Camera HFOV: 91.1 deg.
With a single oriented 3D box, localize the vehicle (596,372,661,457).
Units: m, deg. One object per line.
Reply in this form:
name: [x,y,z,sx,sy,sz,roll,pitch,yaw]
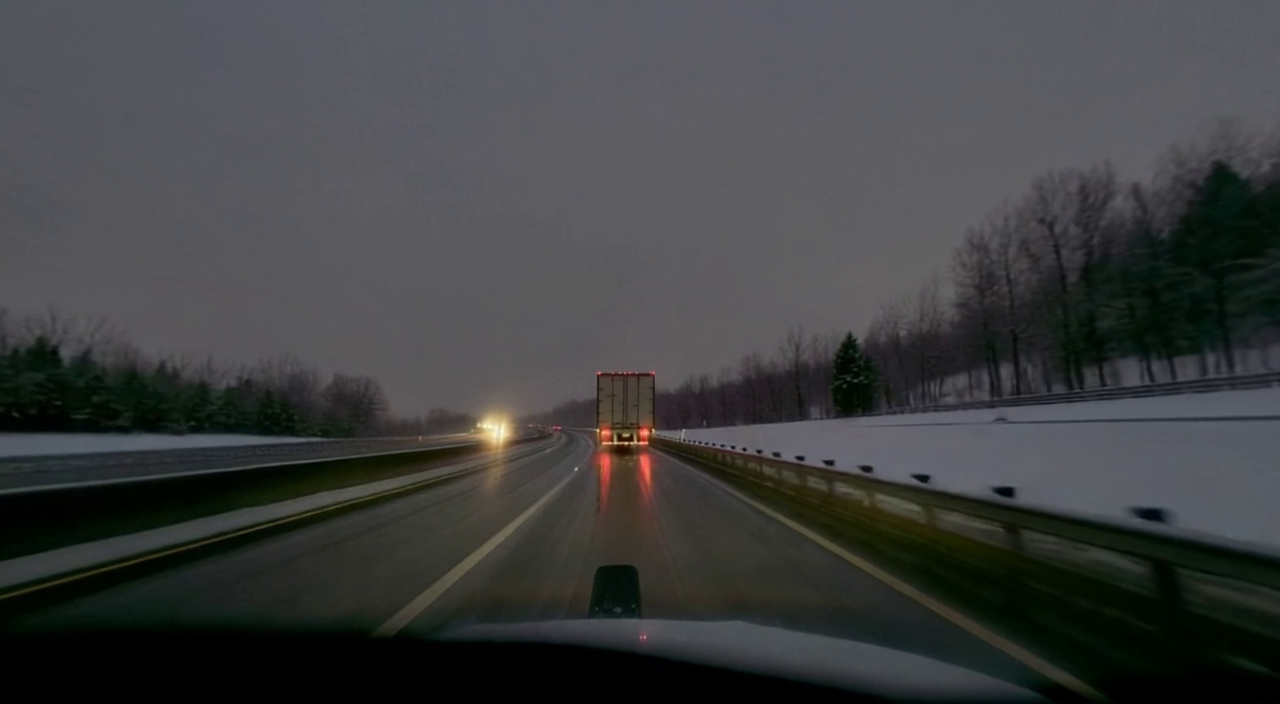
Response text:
vehicle: [-0.806,3.599,34.637,3.023,3.965,10.402,0,-8,-3]
